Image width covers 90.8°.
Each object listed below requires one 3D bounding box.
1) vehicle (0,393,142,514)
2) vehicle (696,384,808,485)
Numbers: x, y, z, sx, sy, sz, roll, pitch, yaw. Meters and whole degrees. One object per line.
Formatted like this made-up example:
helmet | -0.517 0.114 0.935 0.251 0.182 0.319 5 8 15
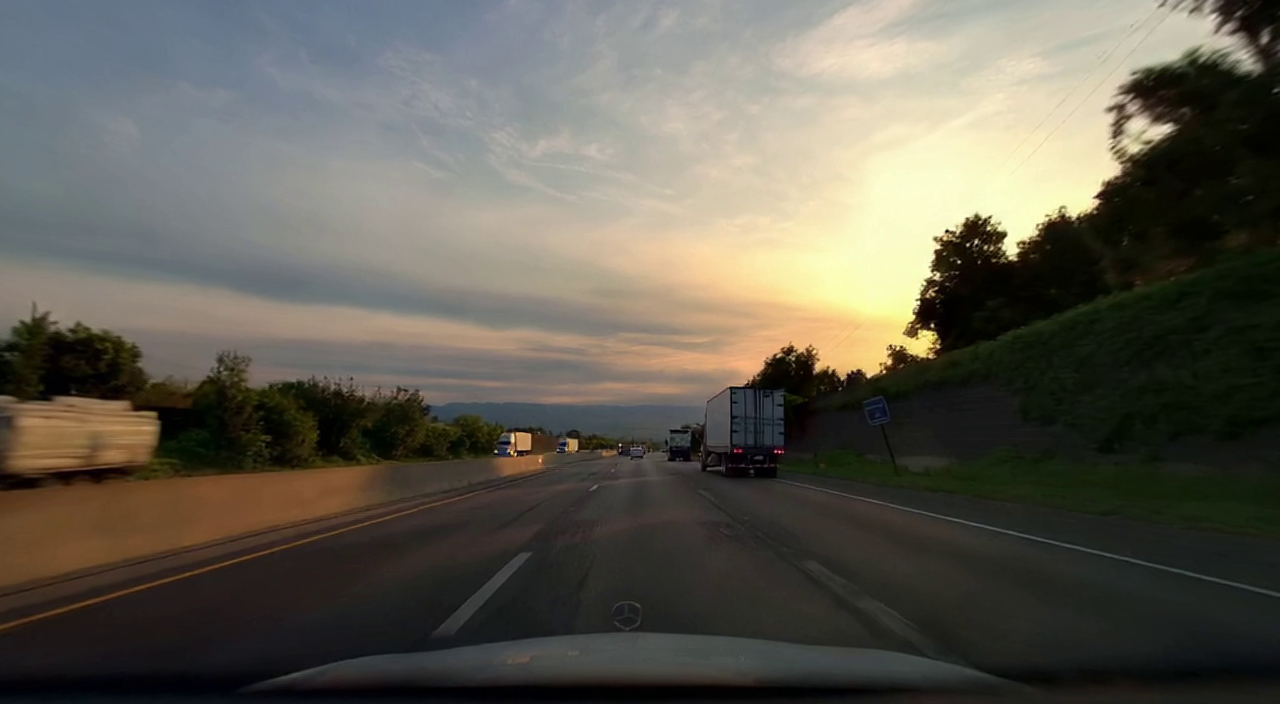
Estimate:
vehicle | -19.039 2.920 18.109 2.979 3.294 7.760 0 -9 1
vehicle | 4.688 3.930 29.078 3.032 3.785 10.333 0 -9 -1
